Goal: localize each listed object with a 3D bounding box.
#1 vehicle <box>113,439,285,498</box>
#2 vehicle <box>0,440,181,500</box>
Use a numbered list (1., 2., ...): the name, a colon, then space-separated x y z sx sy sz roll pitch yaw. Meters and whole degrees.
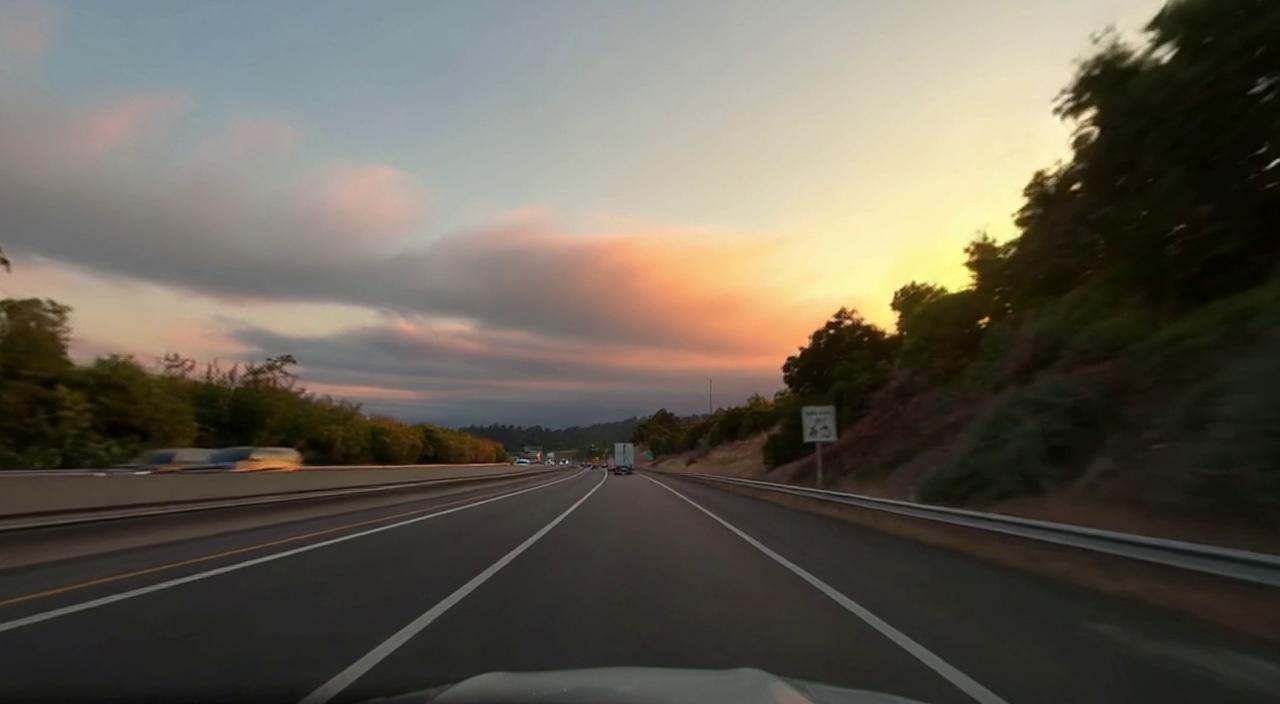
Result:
1. vehicle: -12.818 3.465 18.734 1.978 1.513 4.284 1 -11 0
2. vehicle: -17.062 3.649 19.557 2.217 1.578 4.428 1 -11 0
